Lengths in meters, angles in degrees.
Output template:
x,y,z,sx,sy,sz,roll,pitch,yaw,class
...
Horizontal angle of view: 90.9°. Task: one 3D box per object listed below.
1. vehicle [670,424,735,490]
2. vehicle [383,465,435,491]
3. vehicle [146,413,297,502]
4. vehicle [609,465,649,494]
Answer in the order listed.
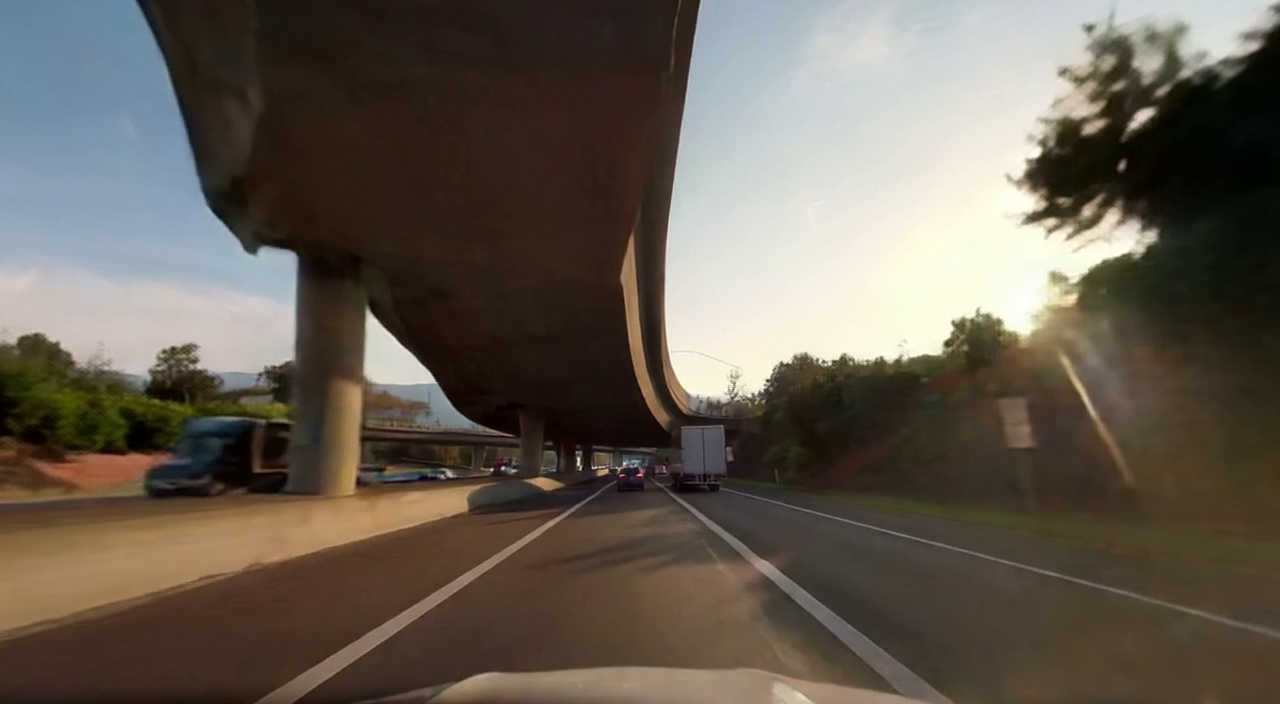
x,y,z,sx,sy,sz,roll,pitch,yaw,class
4.239,7.870,46.651,3.218,4.001,14.492,1,-10,0,vehicle
-15.845,8.697,43.512,1.954,1.660,4.158,1,-10,0,vehicle
-20.129,5.197,30.877,2.995,3.894,5.957,1,-10,0,vehicle
-0.605,6.902,34.314,2.010,1.436,3.973,1,-10,-1,vehicle
